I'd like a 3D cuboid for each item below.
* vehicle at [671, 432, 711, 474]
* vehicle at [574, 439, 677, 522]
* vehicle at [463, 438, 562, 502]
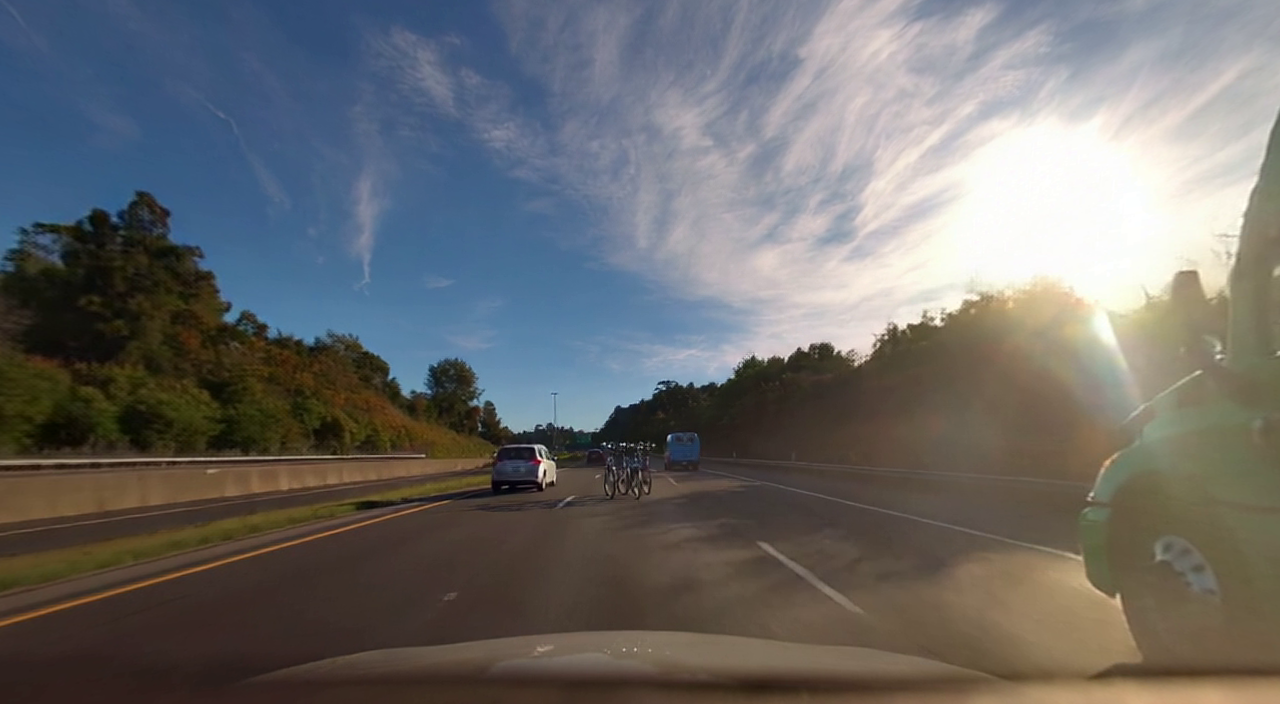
[{"bbox_3d":[3.457,6.949,43.623,2.234,2.679,5.372,0,-9,-1],"label":"vehicle"},{"bbox_3d":[-0.264,2.747,13.914,1.973,1.574,3.426,0,-9,0],"label":"vehicle"},{"bbox_3d":[-3.684,3.516,19.168,1.985,1.671,4.604,0,-9,1],"label":"vehicle"}]
